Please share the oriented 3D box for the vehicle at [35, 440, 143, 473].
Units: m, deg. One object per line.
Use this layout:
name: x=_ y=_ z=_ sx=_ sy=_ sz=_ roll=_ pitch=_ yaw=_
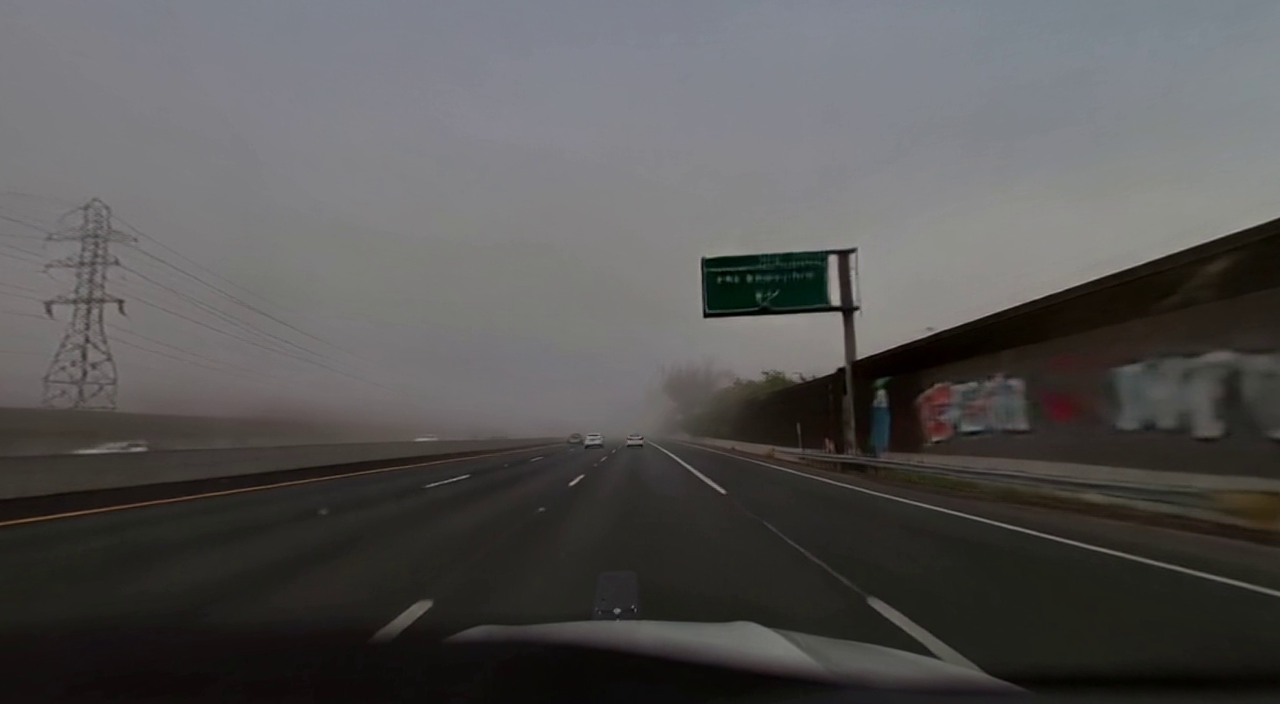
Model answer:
vehicle: x=-27.910 y=5.276 z=32.106 sx=1.832 sy=1.541 sz=4.111 roll=1 pitch=-7 yaw=-2
